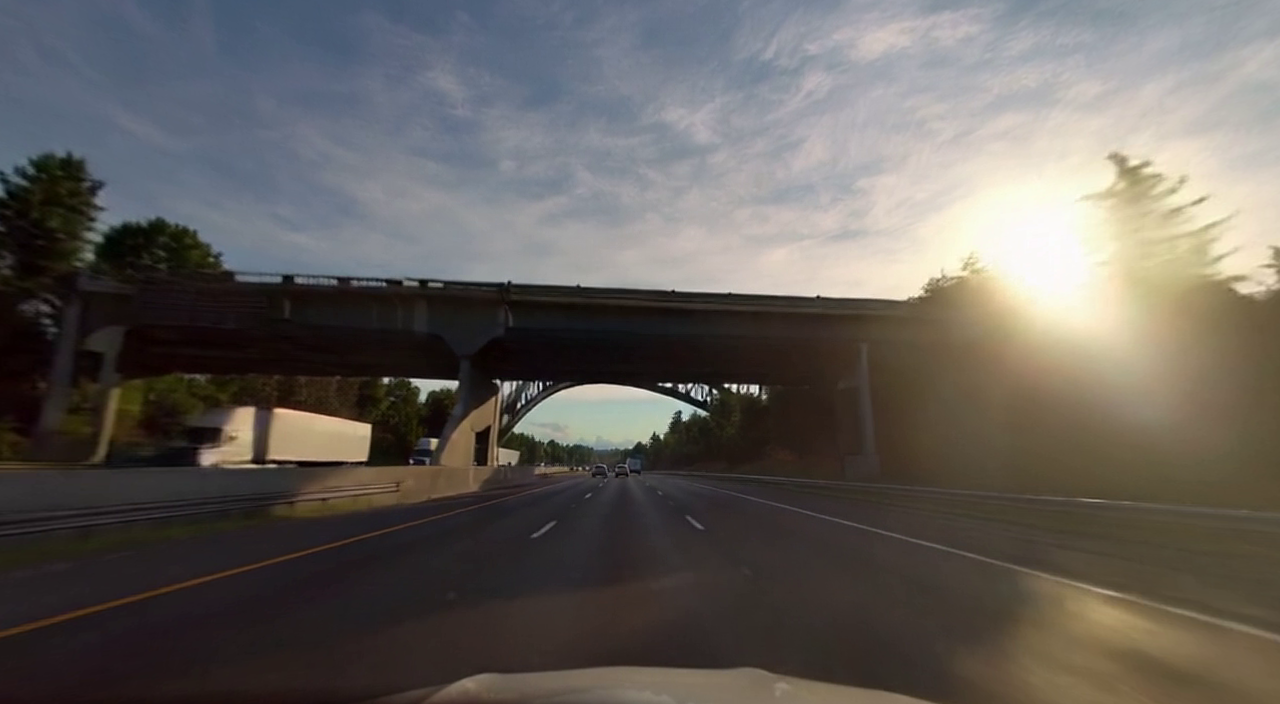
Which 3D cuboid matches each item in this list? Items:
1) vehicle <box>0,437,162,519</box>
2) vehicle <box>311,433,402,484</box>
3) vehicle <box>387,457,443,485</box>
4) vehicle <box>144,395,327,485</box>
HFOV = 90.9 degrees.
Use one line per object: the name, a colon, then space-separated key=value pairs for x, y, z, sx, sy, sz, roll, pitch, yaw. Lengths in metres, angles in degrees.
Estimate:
vehicle: x=-12.902 y=2.619 z=13.261 sx=1.965 sy=1.509 sz=4.731 roll=1 pitch=-10 yaw=-1
vehicle: x=-16.569 y=6.349 z=37.366 sx=2.232 sy=2.669 sz=6.947 roll=1 pitch=-10 yaw=-1
vehicle: x=-12.810 y=6.835 z=36.176 sx=1.816 sy=1.455 sz=3.883 roll=1 pitch=-10 yaw=-1
vehicle: x=-20.565 y=4.843 z=33.196 sx=2.999 sy=3.993 sz=10.054 roll=1 pitch=-11 yaw=-1
